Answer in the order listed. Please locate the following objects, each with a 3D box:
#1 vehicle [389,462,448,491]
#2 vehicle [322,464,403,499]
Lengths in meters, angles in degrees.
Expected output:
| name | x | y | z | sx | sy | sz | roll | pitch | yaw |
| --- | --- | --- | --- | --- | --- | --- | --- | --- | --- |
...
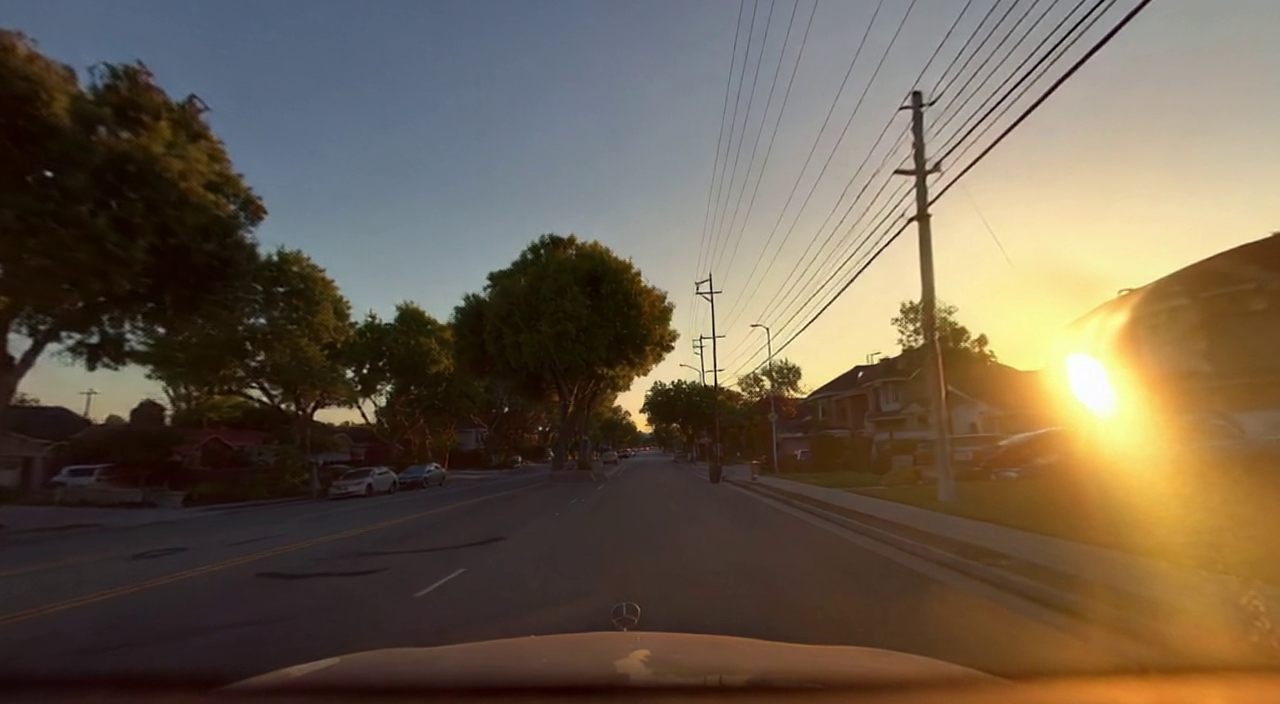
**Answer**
| name | x | y | z | sx | sy | sz | roll | pitch | yaw |
| --- | --- | --- | --- | --- | --- | --- | --- | --- | --- |
| vehicle | -13.371 | 7.535 | 38.459 | 1.863 | 1.481 | 4.363 | -3 | -9 | 3 |
| vehicle | -13.679 | 6.389 | 31.467 | 1.936 | 1.489 | 4.311 | -1 | -9 | 3 |
